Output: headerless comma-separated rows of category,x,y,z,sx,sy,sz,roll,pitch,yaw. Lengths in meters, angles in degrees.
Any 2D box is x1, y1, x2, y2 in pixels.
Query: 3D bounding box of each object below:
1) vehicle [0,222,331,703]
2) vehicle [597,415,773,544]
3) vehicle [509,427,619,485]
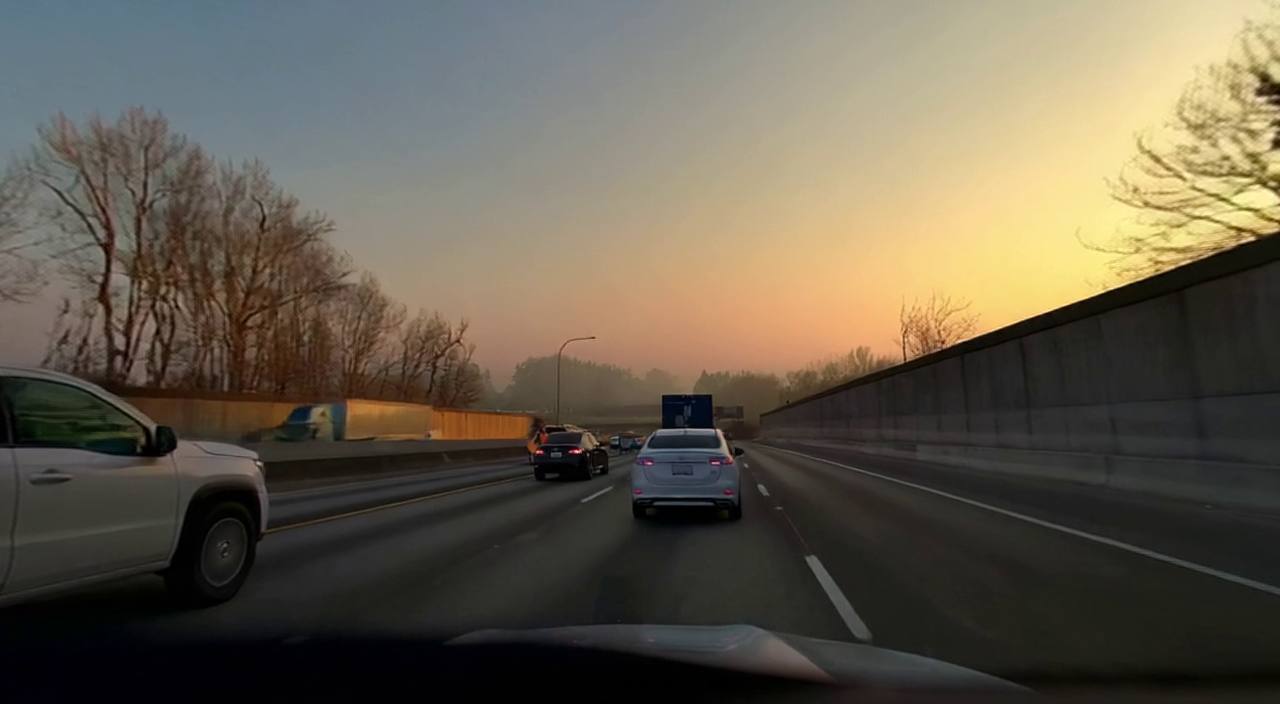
vehicle,-4.462,0.548,3.080,2.386,2.435,5.831,-1,-8,7
vehicle,0.845,1.783,9.580,2.089,1.485,4.153,-1,-8,9
vehicle,-2.044,2.965,18.347,2.087,1.457,4.313,-1,-8,9
